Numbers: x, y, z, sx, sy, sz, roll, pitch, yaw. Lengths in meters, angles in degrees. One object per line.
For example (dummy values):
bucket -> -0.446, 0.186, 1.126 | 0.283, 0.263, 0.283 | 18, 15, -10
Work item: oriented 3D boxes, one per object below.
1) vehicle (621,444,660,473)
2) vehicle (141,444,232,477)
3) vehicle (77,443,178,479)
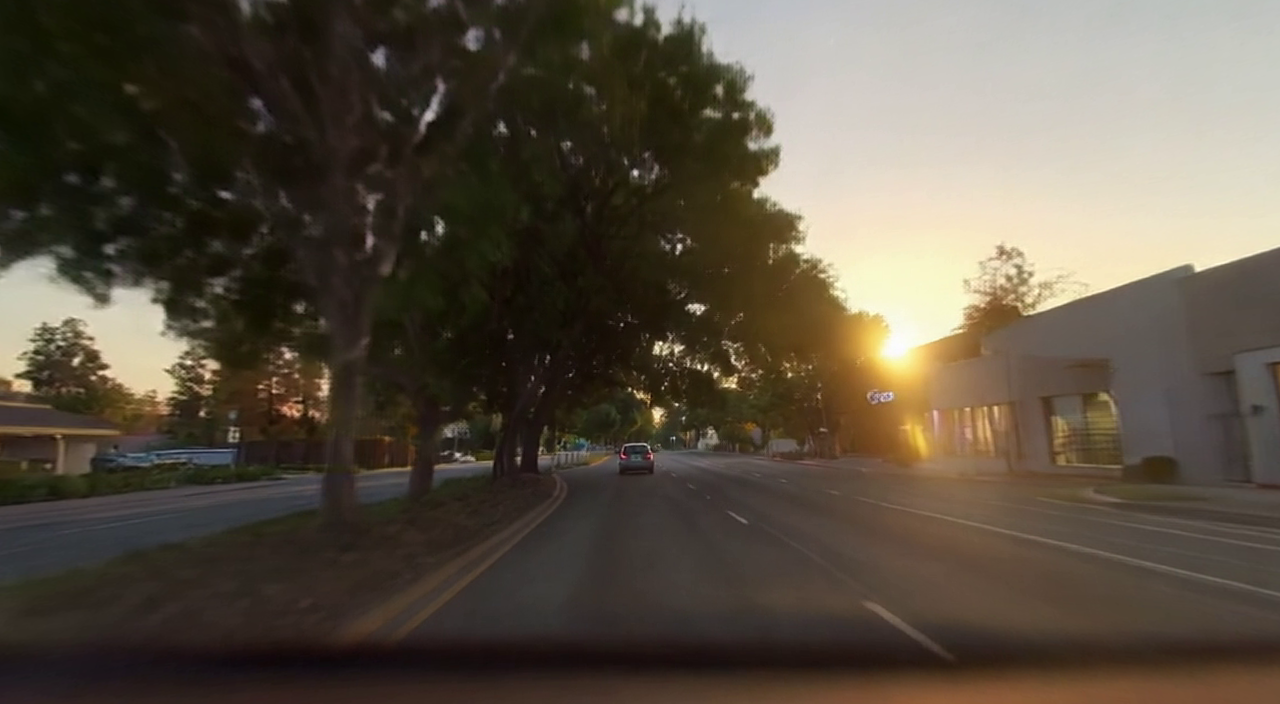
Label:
vehicle -> -0.014, 5.707, 34.048 | 1.998, 1.452, 3.773 | 0, -9, -2
vehicle -> -28.181, 6.726, 39.353 | 2.191, 1.947, 5.156 | 1, -9, -5
vehicle -> -31.461, 6.669, 38.899 | 2.155, 2.023, 5.077 | 0, -9, -4
